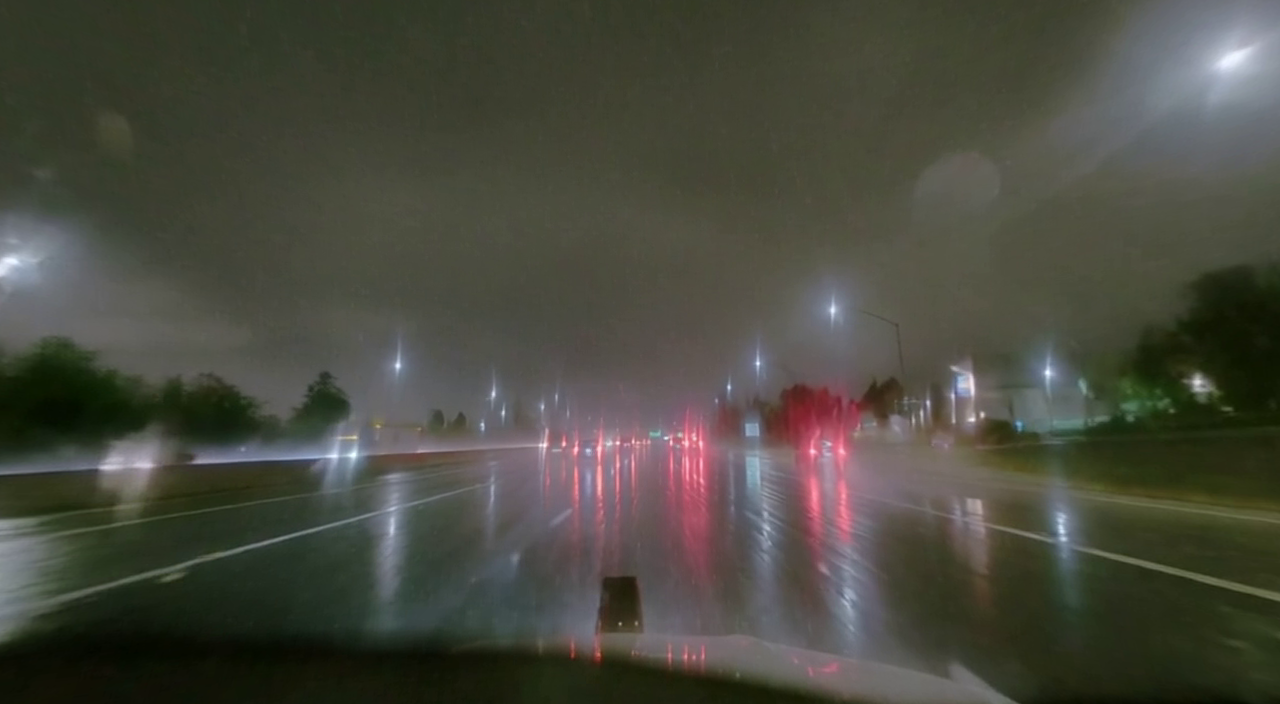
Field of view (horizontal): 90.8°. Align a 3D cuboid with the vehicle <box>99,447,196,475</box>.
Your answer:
[{"bbox_3d":[-29.311,6.464,37.774,1.956,1.566,4.663,0,-8,1],"label":"vehicle"}]

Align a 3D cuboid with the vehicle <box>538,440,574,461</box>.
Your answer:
[{"bbox_3d":[-6.247,7.385,47.441,2.009,1.462,4.458,0,-8,1],"label":"vehicle"}]

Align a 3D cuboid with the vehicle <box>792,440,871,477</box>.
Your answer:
[{"bbox_3d":[7.955,4.444,26.680,1.900,1.432,4.519,0,-8,0],"label":"vehicle"}]

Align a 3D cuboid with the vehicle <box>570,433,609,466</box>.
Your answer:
[{"bbox_3d":[-2.945,5.829,37.863,1.893,1.827,4.513,0,-8,1],"label":"vehicle"}]
